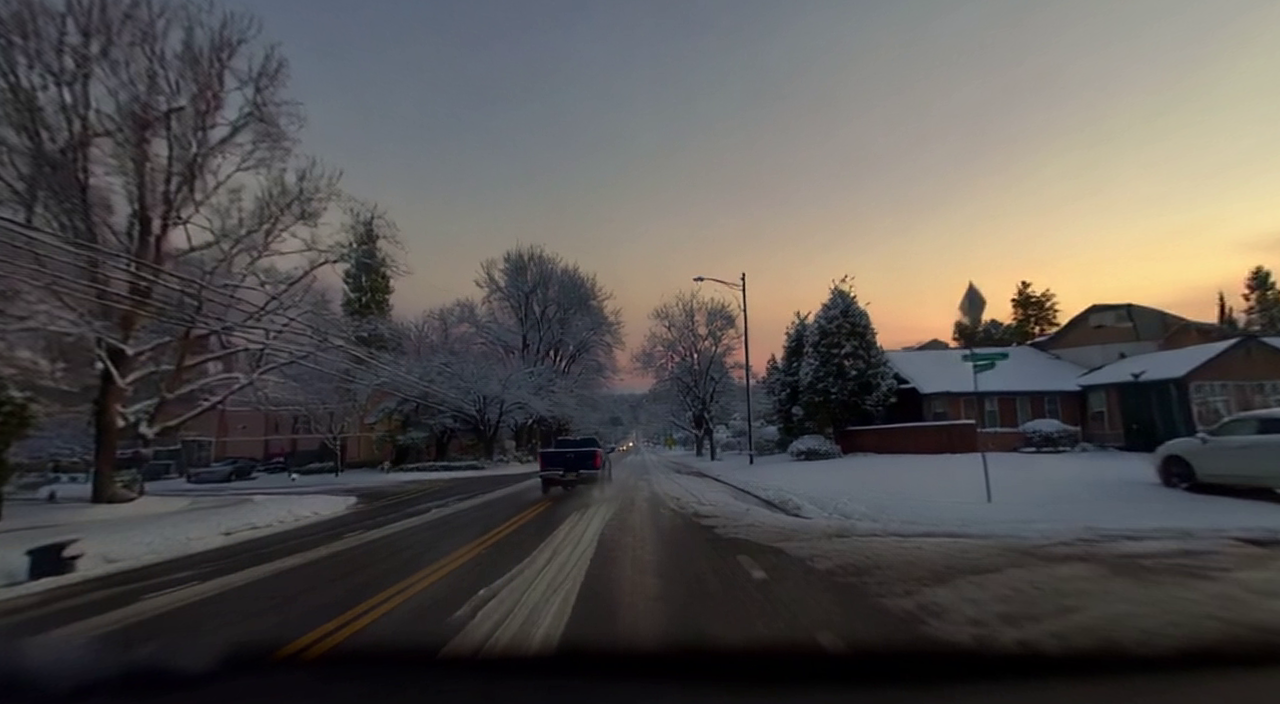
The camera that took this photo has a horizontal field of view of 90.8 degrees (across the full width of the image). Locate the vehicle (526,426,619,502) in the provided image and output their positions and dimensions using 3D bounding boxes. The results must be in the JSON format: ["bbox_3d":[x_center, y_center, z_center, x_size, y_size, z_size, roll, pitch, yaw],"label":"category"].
[{"bbox_3d":[-1.905,3.373,19.499,2.210,2.023,4.663,0,-8,2],"label":"vehicle"}]

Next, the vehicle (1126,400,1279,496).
[{"bbox_3d":[9.474,1.312,8.570,1.922,1.263,4.664,1,-8,-3],"label":"vehicle"}]
